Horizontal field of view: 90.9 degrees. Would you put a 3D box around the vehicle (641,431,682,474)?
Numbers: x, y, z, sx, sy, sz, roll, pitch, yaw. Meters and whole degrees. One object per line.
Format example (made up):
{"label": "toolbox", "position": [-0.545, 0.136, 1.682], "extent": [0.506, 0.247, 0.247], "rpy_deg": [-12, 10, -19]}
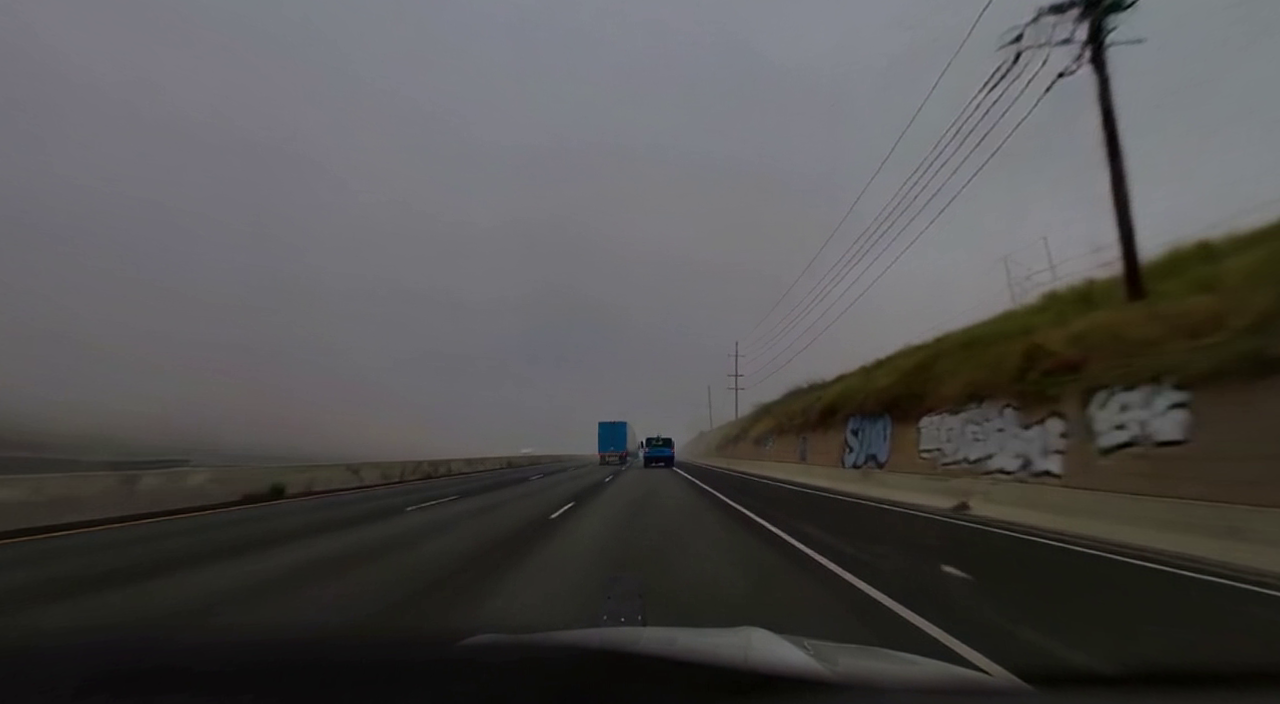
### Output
{"label": "vehicle", "position": [1.315, 6.661, 41.932], "extent": [2.462, 2.627, 5.799], "rpy_deg": [0, -9, -1]}
